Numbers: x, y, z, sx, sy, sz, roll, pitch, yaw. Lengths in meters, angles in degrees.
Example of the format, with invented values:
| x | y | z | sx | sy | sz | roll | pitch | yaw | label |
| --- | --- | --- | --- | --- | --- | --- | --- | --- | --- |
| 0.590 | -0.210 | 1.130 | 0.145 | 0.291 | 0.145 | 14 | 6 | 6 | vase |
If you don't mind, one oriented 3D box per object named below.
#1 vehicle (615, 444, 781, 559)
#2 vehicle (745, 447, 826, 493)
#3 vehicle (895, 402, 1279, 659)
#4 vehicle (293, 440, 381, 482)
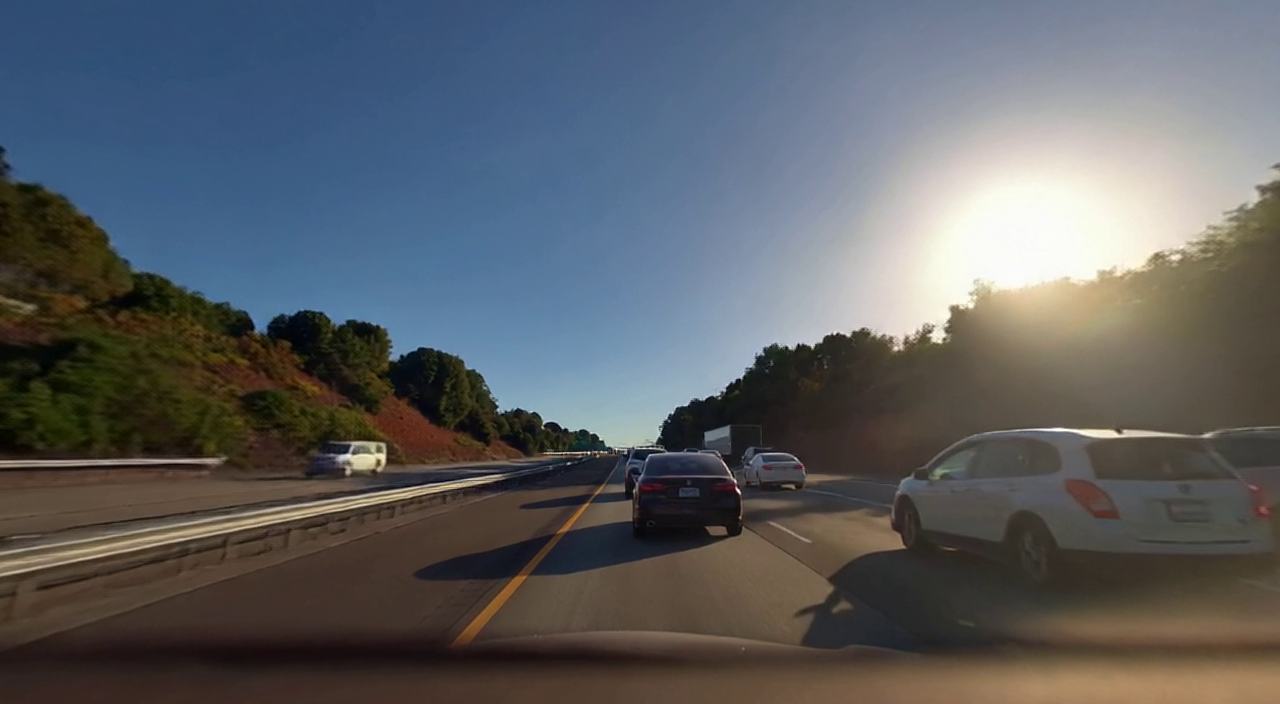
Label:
| x | y | z | sx | sy | sz | roll | pitch | yaw | label |
| --- | --- | --- | --- | --- | --- | --- | --- | --- | --- |
| 0.702 | 2.194 | 9.906 | 2.094 | 1.426 | 3.725 | 0 | -9 | -1 | vehicle |
| 5.223 | 4.276 | 23.221 | 1.908 | 1.500 | 4.157 | 0 | -9 | -2 | vehicle |
| 4.625 | 1.522 | 6.487 | 1.998 | 1.657 | 4.604 | 0 | -9 | -1 | vehicle |
| -12.163 | 4.385 | 25.548 | 1.744 | 1.527 | 3.666 | 0 | -9 | -1 | vehicle |
